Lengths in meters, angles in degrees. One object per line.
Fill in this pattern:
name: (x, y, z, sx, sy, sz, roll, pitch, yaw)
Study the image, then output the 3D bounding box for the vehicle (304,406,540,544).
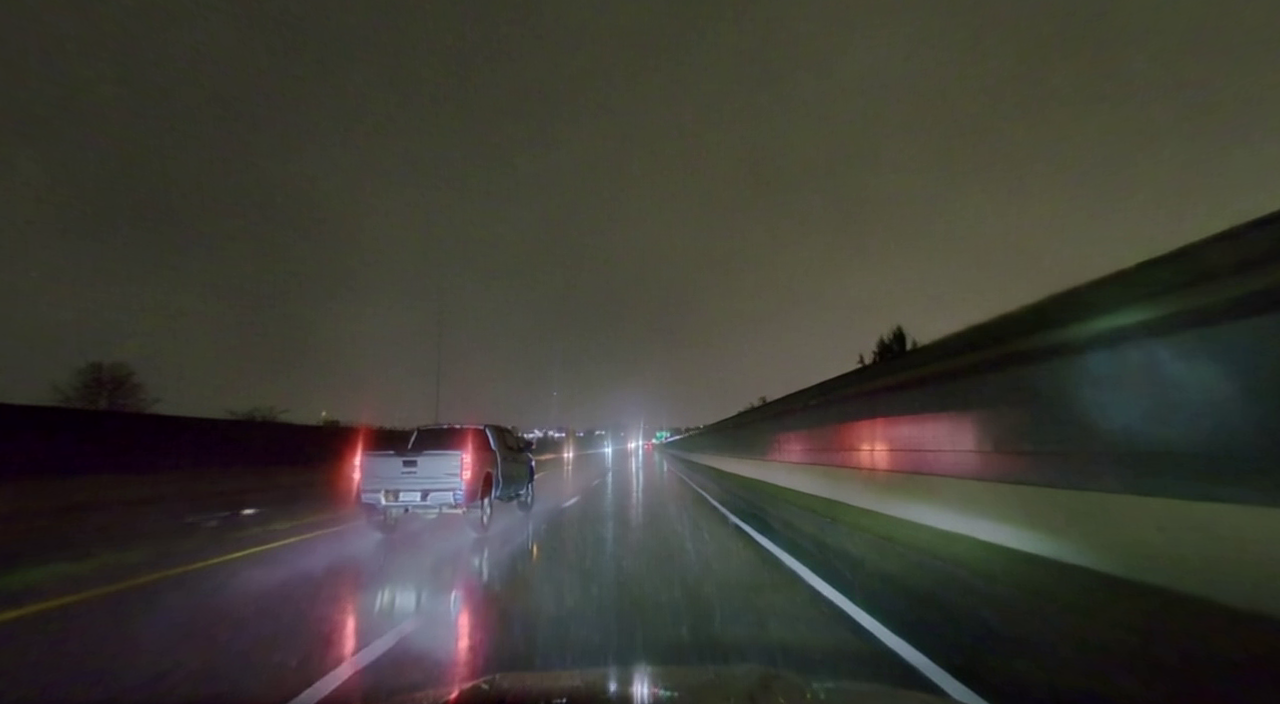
vehicle: (-3.531, 2.151, 11.753, 2.350, 1.932, 5.562, 0, -8, 1)
